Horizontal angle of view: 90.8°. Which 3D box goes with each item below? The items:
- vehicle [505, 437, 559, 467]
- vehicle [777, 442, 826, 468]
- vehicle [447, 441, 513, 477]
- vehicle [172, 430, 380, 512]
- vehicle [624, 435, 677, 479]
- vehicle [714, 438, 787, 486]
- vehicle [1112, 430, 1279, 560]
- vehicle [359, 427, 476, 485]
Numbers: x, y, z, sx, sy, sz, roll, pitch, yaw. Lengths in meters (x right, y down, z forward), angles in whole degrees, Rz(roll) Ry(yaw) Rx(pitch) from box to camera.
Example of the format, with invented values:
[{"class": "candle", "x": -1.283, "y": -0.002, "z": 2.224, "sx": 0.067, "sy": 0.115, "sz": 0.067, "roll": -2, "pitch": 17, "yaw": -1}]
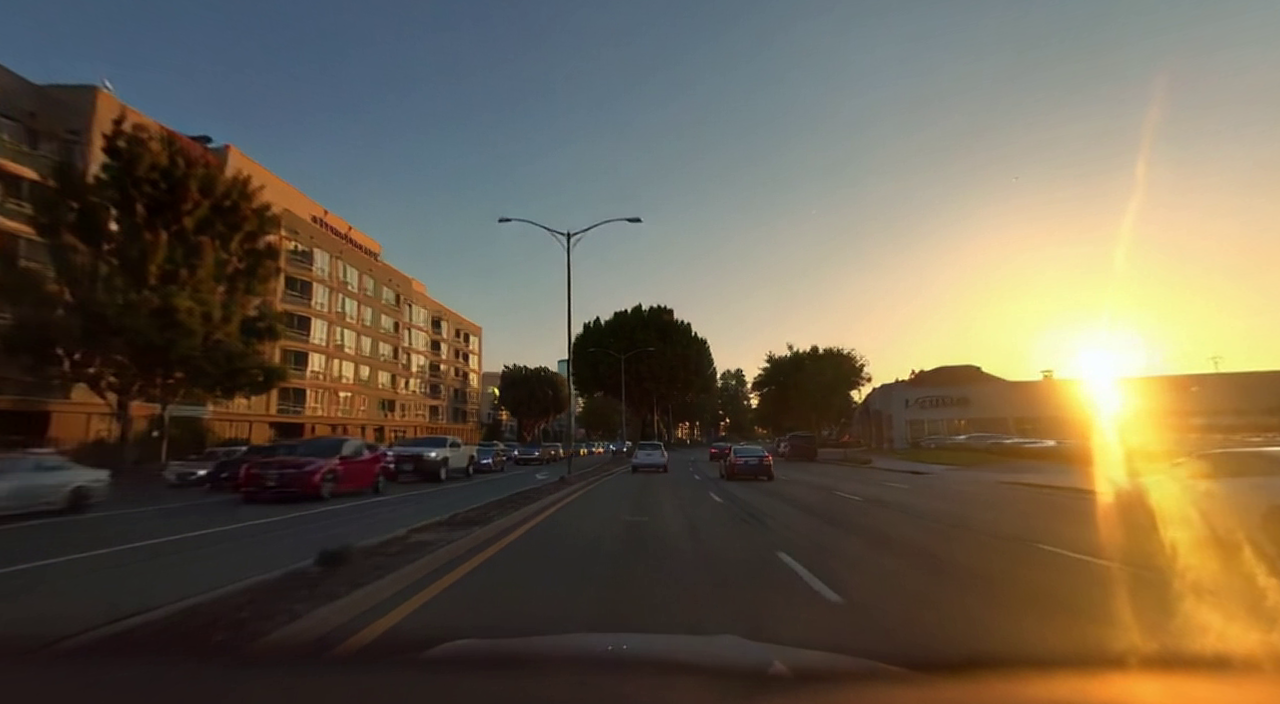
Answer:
[{"class": "vehicle", "x": -7.090, "y": 6.657, "z": 42.069, "sx": 2.218, "sy": 1.819, "sz": 5.732, "roll": -1, "pitch": -9, "yaw": 4}, {"class": "vehicle", "x": 9.531, "y": 6.102, "z": 37.646, "sx": 1.860, "sy": 1.475, "sz": 4.488, "roll": 0, "pitch": -9, "yaw": 2}, {"class": "vehicle", "x": -7.993, "y": 5.379, "z": 32.121, "sx": 1.920, "sy": 1.590, "sz": 5.041, "roll": -3, "pitch": -8, "yaw": 2}, {"class": "vehicle", "x": -8.692, "y": 2.875, "z": 15.785, "sx": 2.183, "sy": 1.706, "sz": 4.862, "roll": 0, "pitch": -9, "yaw": 1}, {"class": "vehicle", "x": 0.502, "y": 4.468, "z": 27.096, "sx": 2.101, "sy": 1.694, "sz": 3.979, "roll": 0, "pitch": -9, "yaw": 2}, {"class": "vehicle", "x": 3.725, "y": 3.764, "z": 21.893, "sx": 1.852, "sy": 1.498, "sz": 3.825, "roll": 0, "pitch": -9, "yaw": 0}, {"class": "vehicle", "x": 8.220, "y": 1.646, "z": 7.345, "sx": 1.909, "sy": 1.456, "sz": 4.569, "roll": 0, "pitch": -9, "yaw": 0}, {"class": "vehicle", "x": -8.386, "y": 3.987, "z": 24.510, "sx": 2.460, "sy": 1.970, "sz": 5.271, "roll": 0, "pitch": -9, "yaw": 2}]
